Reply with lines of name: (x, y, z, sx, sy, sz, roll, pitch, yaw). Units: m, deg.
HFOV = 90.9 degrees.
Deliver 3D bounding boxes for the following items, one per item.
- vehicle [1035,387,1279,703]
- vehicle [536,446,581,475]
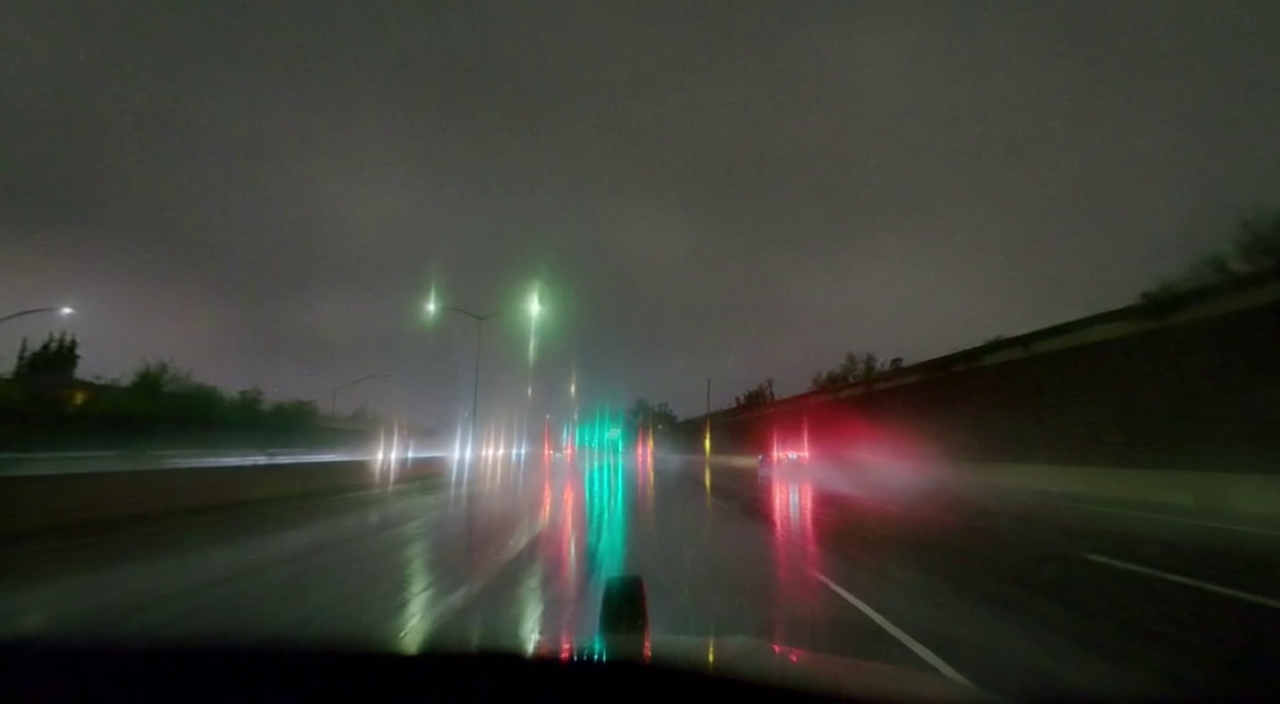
vehicle: (3.293, 0.710, 1.219, 2.030, 1.490, 4.737, -1, -9, 1)
vehicle: (-4.466, 6.027, 35.323, 2.014, 1.481, 4.156, -1, -9, -1)
